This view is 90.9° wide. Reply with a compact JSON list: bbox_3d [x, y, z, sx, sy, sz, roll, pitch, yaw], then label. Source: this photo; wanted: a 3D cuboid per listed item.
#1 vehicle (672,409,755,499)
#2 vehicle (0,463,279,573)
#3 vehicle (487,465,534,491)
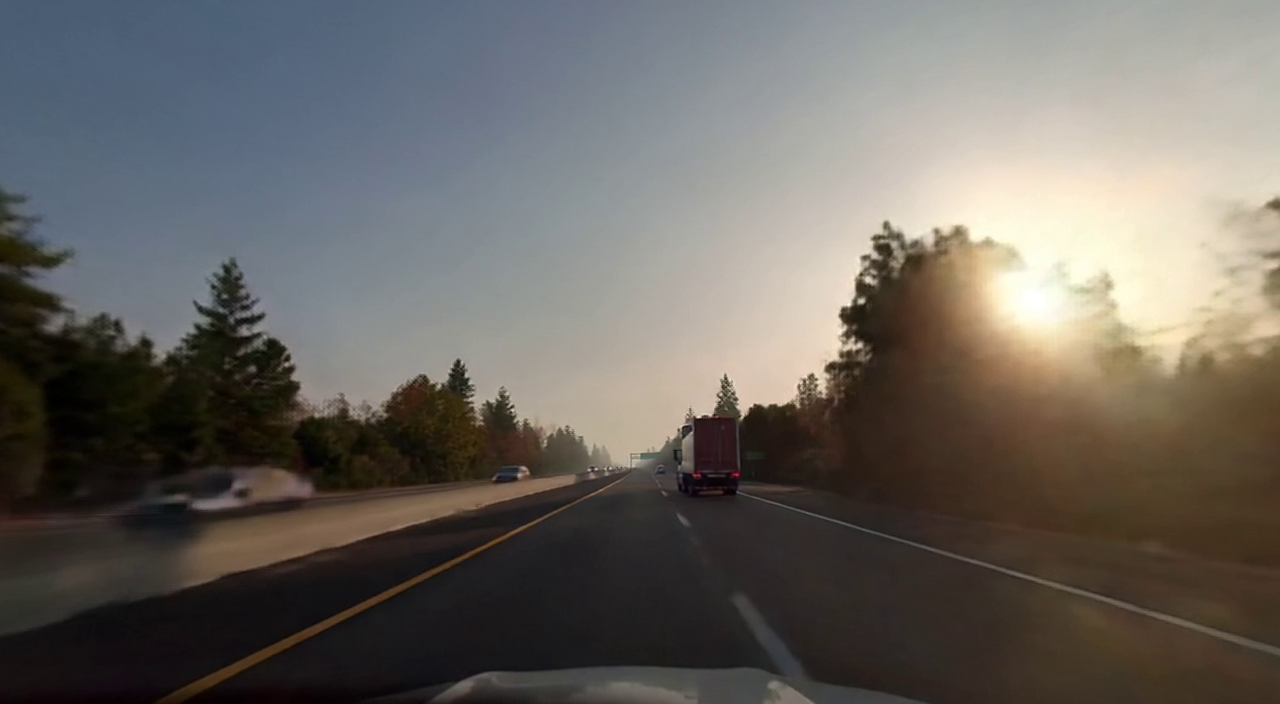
[{"bbox_3d":[3.745,5.939,36.027,3.204,4.102,13.306,0,-10,0],"label":"vehicle"},{"bbox_3d":[-8.600,2.701,10.976,1.887,1.462,4.482,0,-10,1],"label":"vehicle"},{"bbox_3d":[-8.204,8.039,40.350,1.903,1.512,4.492,0,-10,1],"label":"vehicle"}]
